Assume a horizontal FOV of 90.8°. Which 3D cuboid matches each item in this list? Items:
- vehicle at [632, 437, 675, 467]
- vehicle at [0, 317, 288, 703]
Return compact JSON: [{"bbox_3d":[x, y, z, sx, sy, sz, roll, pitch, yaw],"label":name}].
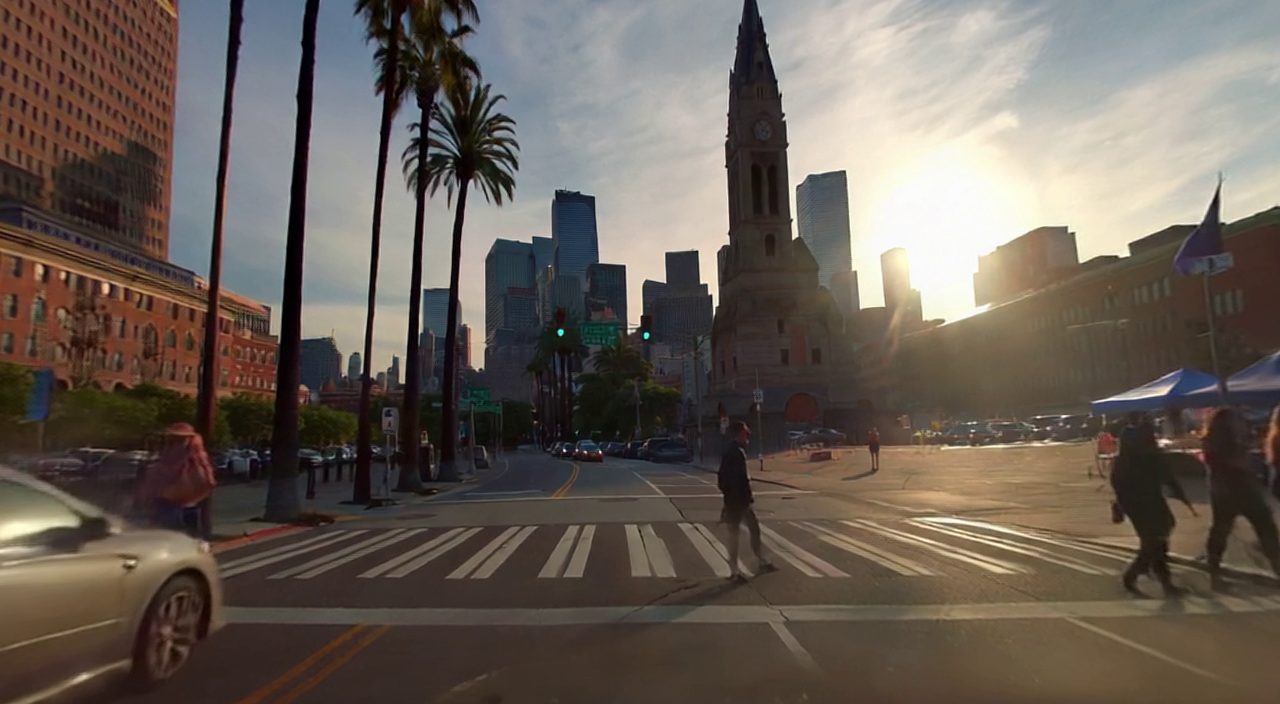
[{"bbox_3d":[0.915,7.348,46.616,2.322,2.071,5.366,1,-9,-9],"label":"vehicle"},{"bbox_3d":[-3.237,0.632,1.619,1.948,1.674,4.668,0,-8,0],"label":"vehicle"}]
